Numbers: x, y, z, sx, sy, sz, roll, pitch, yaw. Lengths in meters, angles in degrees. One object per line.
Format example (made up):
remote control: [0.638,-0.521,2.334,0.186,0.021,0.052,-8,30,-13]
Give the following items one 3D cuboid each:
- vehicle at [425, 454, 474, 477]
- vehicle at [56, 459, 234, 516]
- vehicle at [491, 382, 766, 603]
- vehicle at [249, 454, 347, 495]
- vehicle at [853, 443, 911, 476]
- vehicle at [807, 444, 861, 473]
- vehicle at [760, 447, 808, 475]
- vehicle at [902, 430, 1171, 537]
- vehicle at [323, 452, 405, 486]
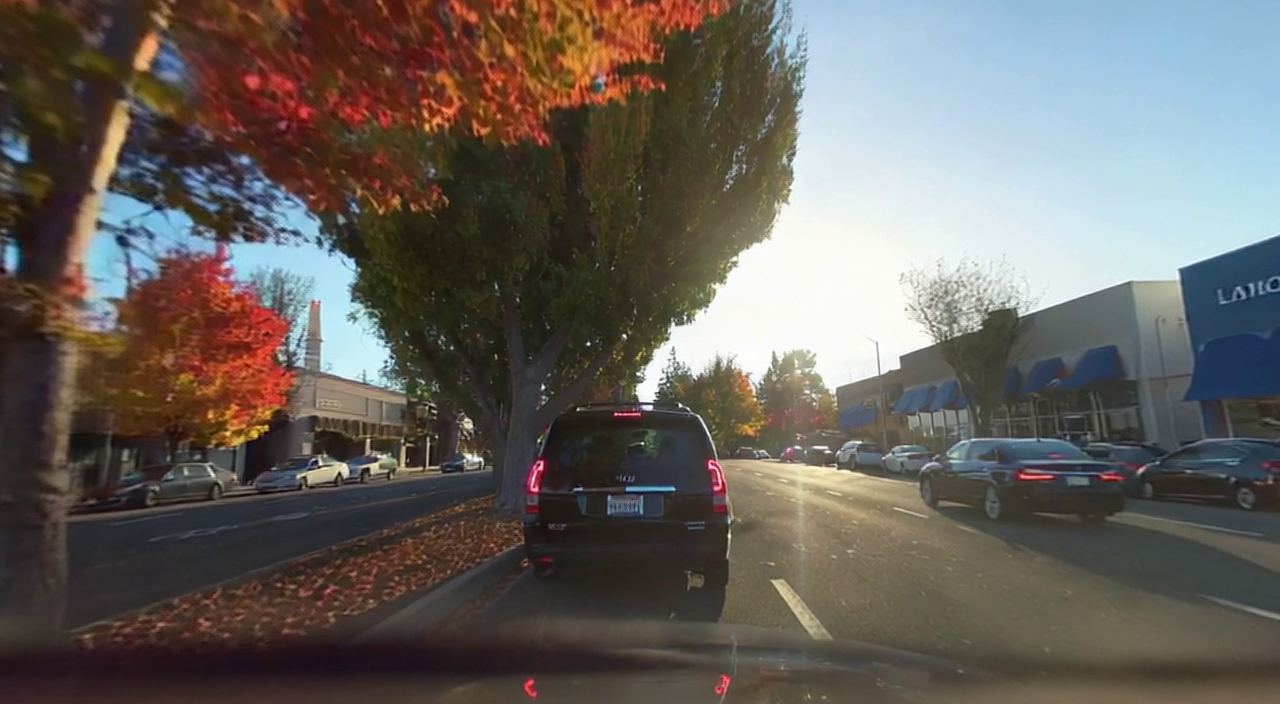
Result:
vehicle: [-13.758,8.225,45.901,1.995,1.466,4.580,0,-8,2]
vehicle: [-15.119,4.117,19.672,1.877,1.445,4.436,0,-8,2]
vehicle: [0.011,1.535,7.808,2.344,1.863,4.665,0,-8,3]
vehicle: [-14.884,5.325,27.734,1.947,1.558,4.065,0,-8,1]
vehicle: [15.291,6.788,40.132,1.993,1.969,4.747,0,-9,2]
vehicle: [12.201,6.711,39.935,2.040,1.738,4.414,0,-8,1]
vehicle: [8.292,6.276,36.639,1.886,1.464,4.290,0,-8,1]
vehicle: [6.788,2.273,11.663,1.928,1.529,4.917,0,-8,2]
vehicle: [-14.435,6.122,33.357,1.921,1.621,4.930,0,-8,2]
